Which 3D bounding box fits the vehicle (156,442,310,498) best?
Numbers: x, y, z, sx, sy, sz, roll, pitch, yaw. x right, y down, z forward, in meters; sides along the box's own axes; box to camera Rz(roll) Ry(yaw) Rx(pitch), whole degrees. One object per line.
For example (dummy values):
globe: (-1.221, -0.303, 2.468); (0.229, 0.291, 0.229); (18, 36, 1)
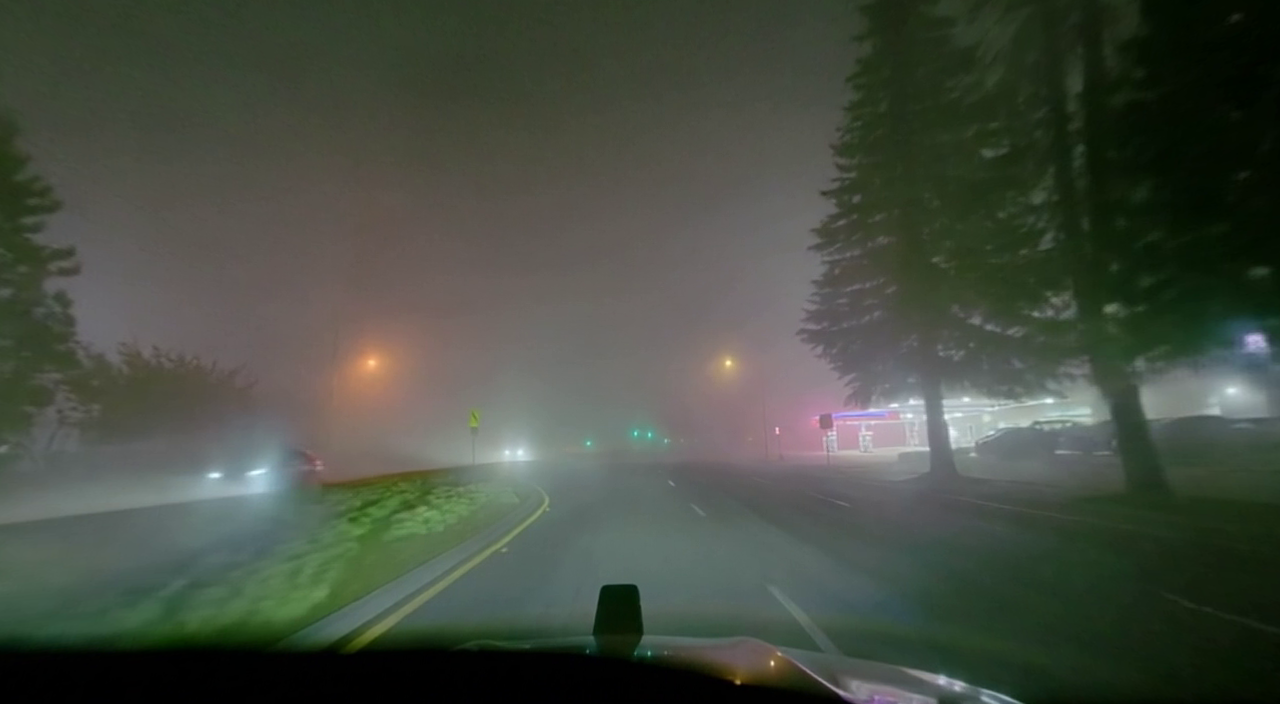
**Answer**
vehicle: (-12.129, 3.498, 19.244); (1.819, 1.466, 4.283); (0, -8, 0)
